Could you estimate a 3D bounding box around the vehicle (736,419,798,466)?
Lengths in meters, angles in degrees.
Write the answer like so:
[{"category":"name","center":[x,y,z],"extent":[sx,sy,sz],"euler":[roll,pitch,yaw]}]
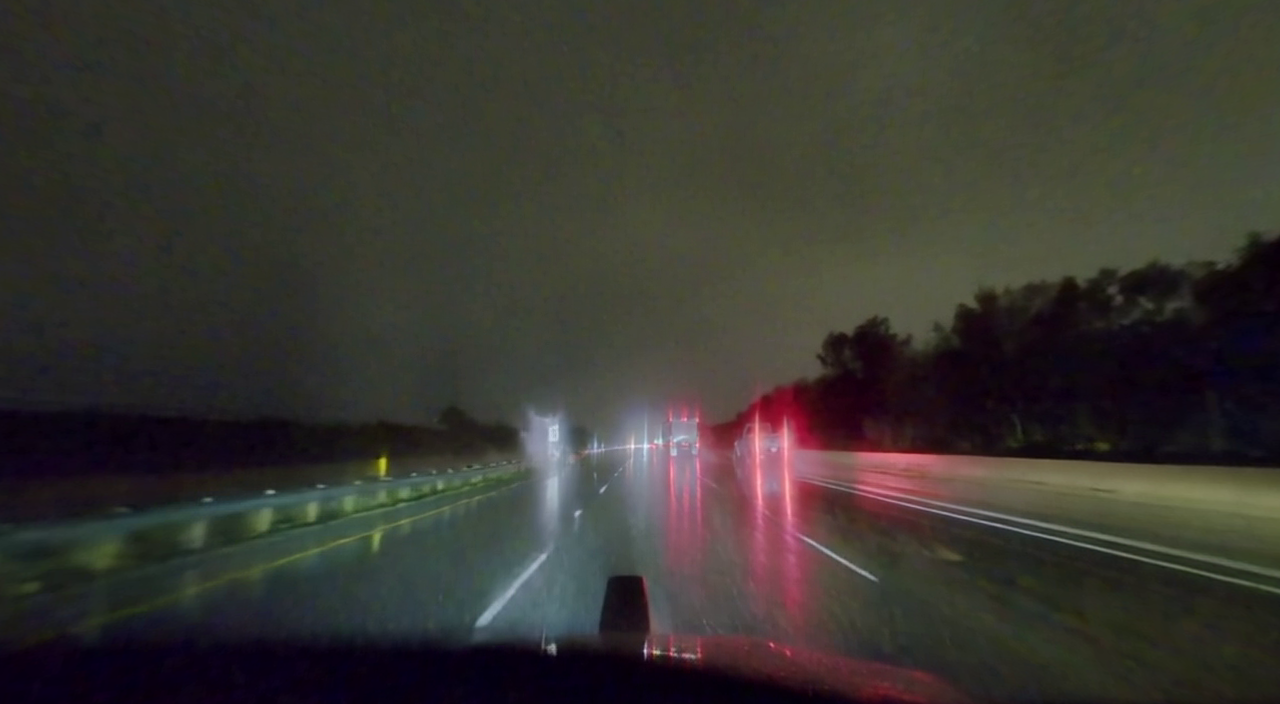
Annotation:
[{"category":"vehicle","center":[8.073,5.871,40.808],"extent":[2.474,2.730,7.349],"euler":[0,-8,0]}]
